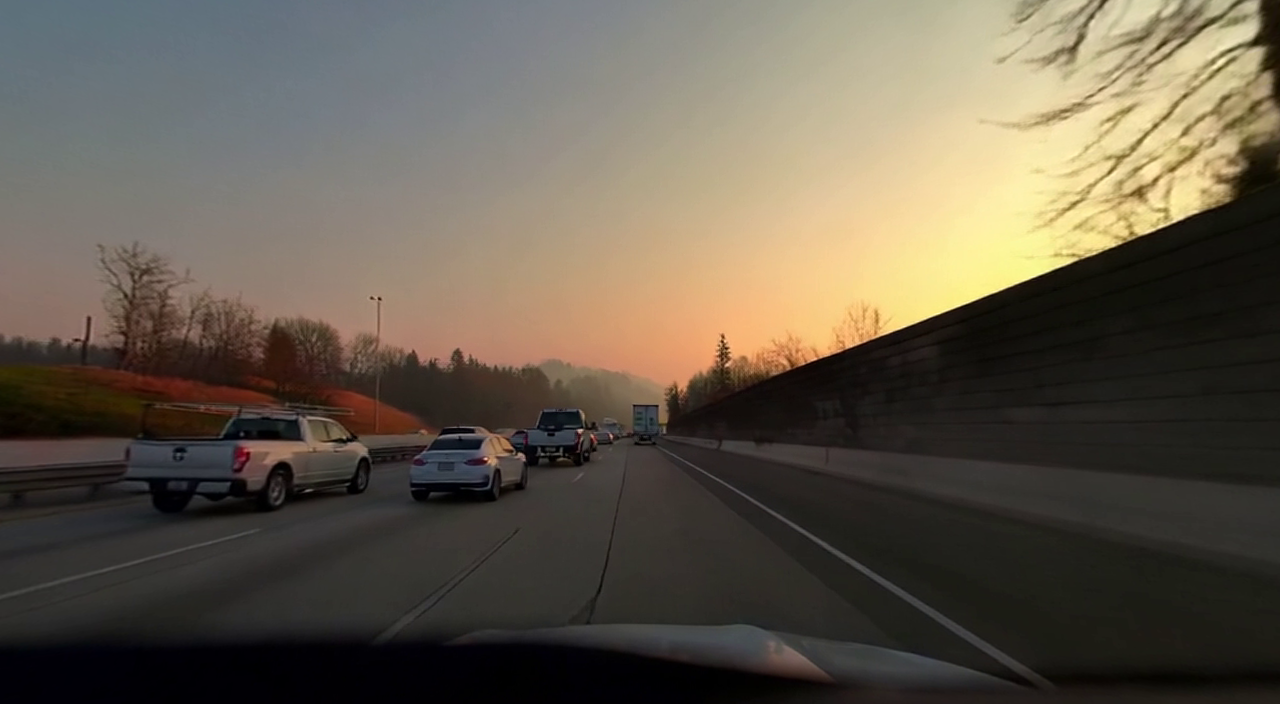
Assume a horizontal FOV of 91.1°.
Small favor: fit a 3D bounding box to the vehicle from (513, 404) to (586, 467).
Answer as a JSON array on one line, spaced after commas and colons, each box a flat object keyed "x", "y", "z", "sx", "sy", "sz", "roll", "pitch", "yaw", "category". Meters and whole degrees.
[{"x": -3.859, "y": 3.721, "z": 27.947, "sx": 2.427, "sy": 2.514, "sz": 5.159, "roll": 0, "pitch": -8, "yaw": 0, "category": "vehicle"}]

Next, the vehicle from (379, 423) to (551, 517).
[{"x": -3.108, "y": 2.174, "z": 12.221, "sx": 2.089, "sy": 1.485, "sz": 4.153, "roll": 0, "pitch": -8, "yaw": 1, "category": "vehicle"}]

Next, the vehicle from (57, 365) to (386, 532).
[{"x": -7.311, "y": 1.792, "z": 12.174, "sx": 2.386, "sy": 2.435, "sz": 5.831, "roll": 0, "pitch": -8, "yaw": -1, "category": "vehicle"}]
